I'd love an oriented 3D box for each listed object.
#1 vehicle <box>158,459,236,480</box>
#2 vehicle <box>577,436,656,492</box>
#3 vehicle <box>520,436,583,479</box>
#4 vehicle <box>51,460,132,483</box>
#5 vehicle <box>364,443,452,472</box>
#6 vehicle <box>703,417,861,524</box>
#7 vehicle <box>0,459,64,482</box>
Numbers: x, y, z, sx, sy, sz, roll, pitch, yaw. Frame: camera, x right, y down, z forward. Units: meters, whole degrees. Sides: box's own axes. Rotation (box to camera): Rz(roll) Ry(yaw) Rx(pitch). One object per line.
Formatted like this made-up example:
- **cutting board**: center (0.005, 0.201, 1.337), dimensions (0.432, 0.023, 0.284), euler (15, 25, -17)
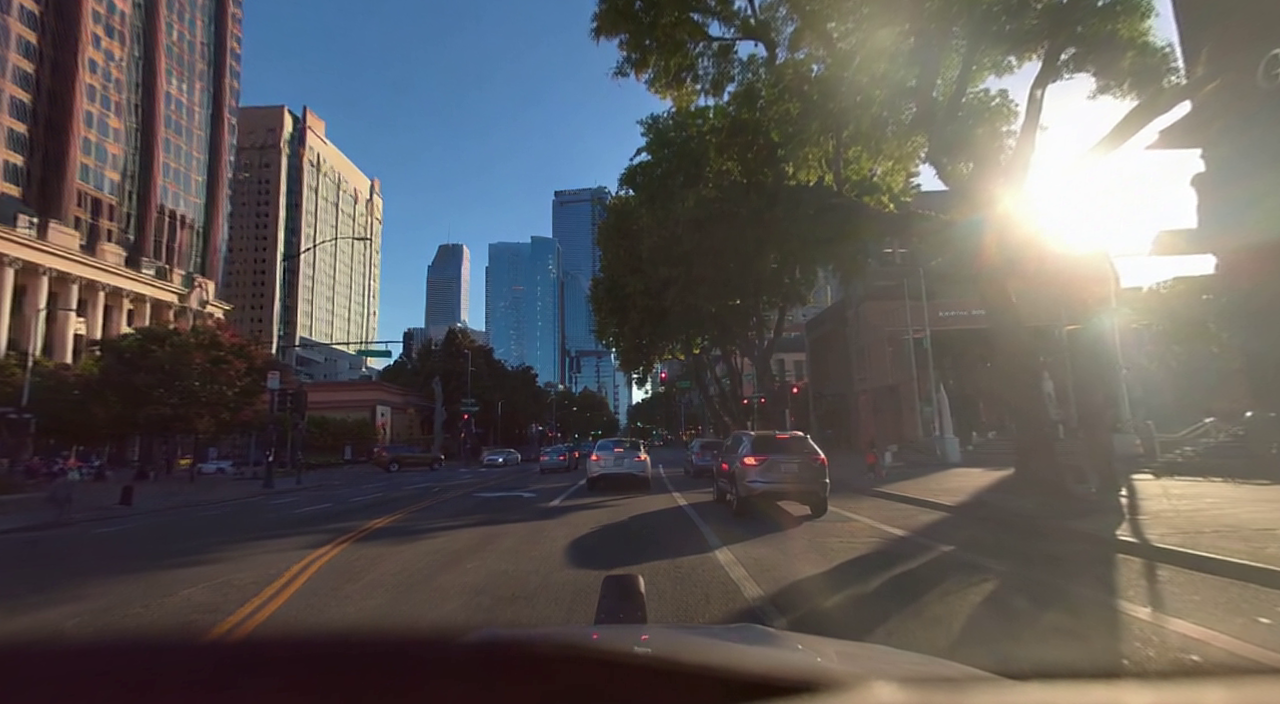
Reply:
- **vehicle**: center (-32.441, 8.586, 46.330), dimensions (4.392, 1.427, 1.764), euler (0, -9, 0)
- **vehicle**: center (-0.631, 3.303, 18.938), dimensions (2.096, 1.492, 4.071), euler (0, -9, 0)
- **vehicle**: center (-3.591, 4.375, 26.492), dimensions (2.045, 1.633, 4.864), euler (0, -9, -2)
- **vehicle**: center (-40.240, 8.762, 46.428), dimensions (4.224, 1.622, 1.808), euler (0, -9, 1)
- **vehicle**: center (-14.699, 6.731, 40.309), dimensions (4.855, 1.769, 2.071), euler (1, -9, -6)
- **vehicle**: center (2.609, 2.328, 12.868), dimensions (2.096, 1.775, 4.440), euler (0, -9, -1)
- **vehicle**: center (-45.122, 8.728, 46.521), dimensions (3.671, 1.498, 1.670), euler (2, -9, 4)
